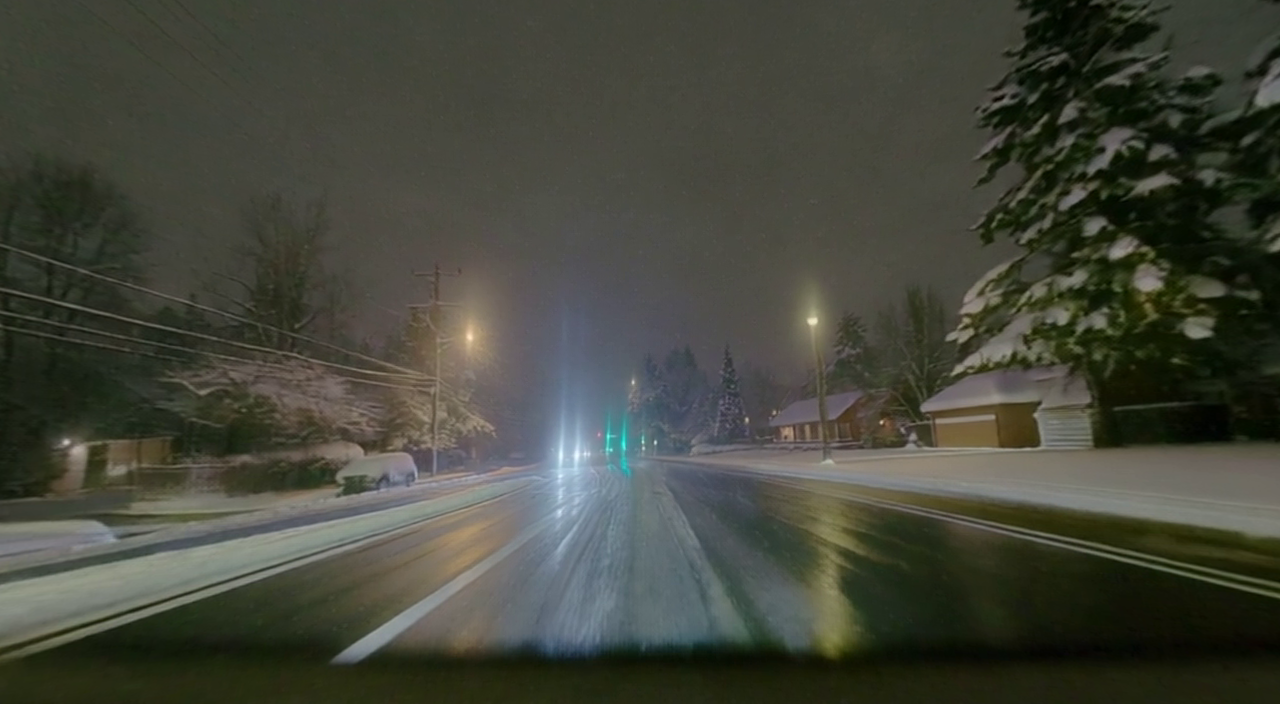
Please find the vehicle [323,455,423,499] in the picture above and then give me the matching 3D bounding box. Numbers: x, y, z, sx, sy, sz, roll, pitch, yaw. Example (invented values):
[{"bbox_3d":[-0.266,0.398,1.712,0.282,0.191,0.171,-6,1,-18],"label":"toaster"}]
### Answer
[{"bbox_3d":[-12.003,5.635,28.845,2.066,1.681,5.292,-1,-8,3],"label":"vehicle"}]
